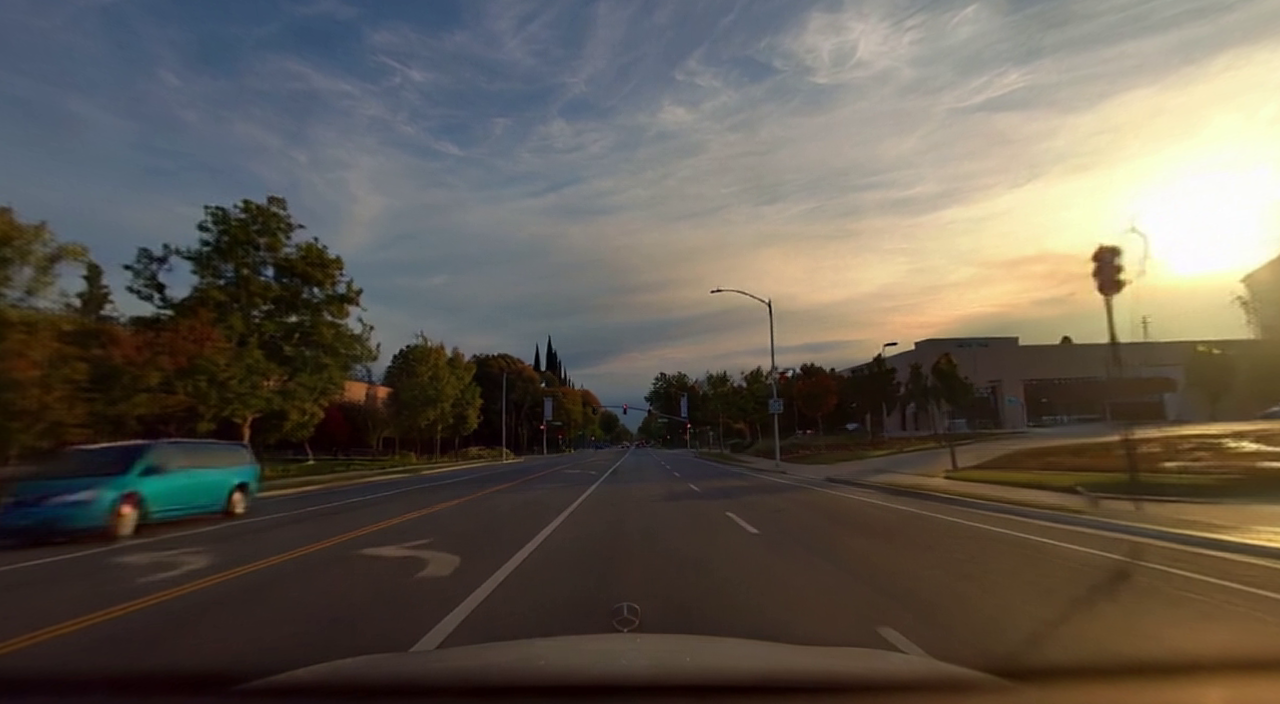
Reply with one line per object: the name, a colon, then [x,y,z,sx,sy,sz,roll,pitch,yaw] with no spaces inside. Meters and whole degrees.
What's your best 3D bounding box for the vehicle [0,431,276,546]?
vehicle: [-9.205,2.408,11.911,2.066,1.709,4.509,0,-8,-2]
